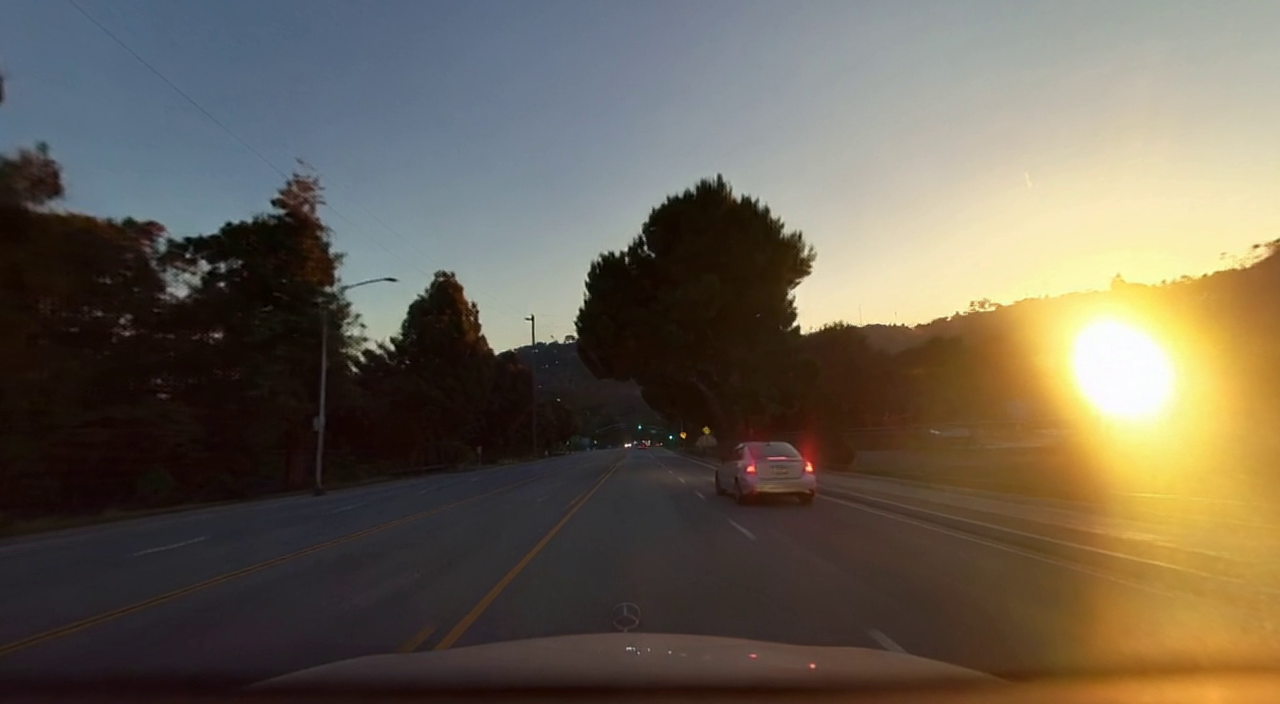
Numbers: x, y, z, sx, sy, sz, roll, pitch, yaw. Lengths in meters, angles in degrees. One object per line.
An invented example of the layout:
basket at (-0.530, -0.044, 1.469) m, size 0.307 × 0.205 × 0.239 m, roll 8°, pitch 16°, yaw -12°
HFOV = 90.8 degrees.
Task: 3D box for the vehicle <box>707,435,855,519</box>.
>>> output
vehicle at (2.733, 2.555, 13.477) m, size 2.042 × 1.469 × 4.470 m, roll 0°, pitch -8°, yaw -1°
